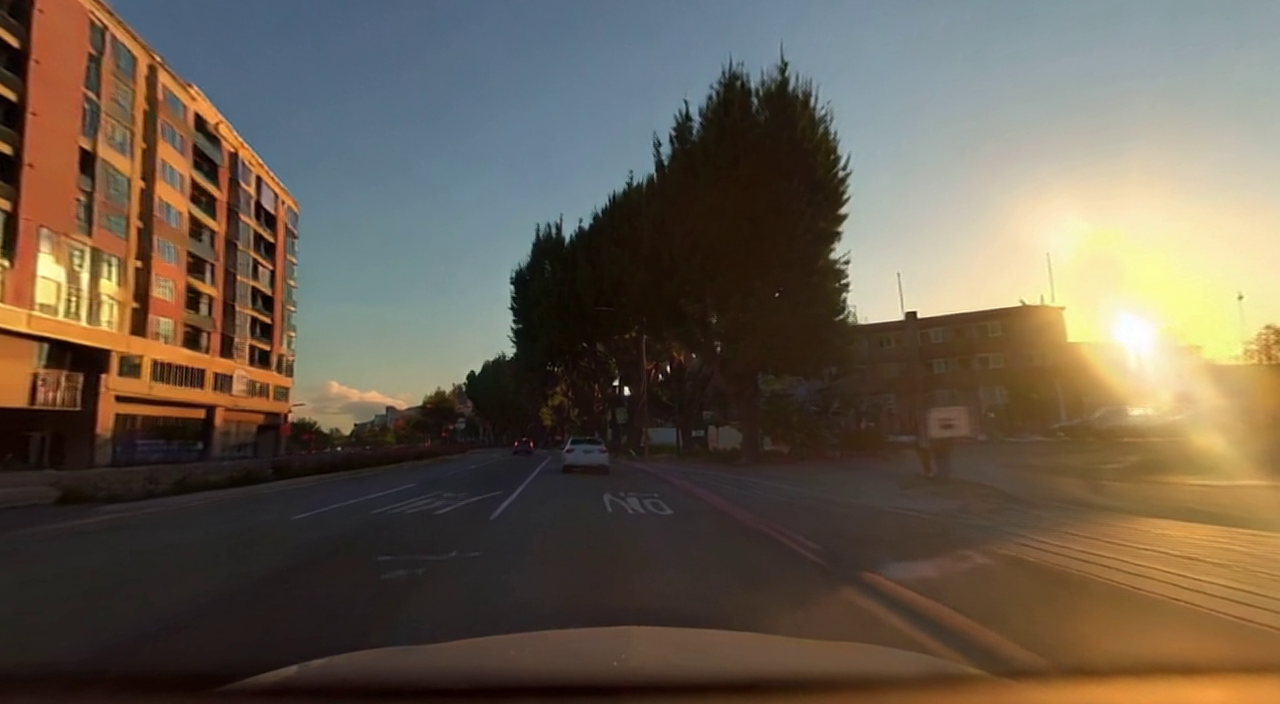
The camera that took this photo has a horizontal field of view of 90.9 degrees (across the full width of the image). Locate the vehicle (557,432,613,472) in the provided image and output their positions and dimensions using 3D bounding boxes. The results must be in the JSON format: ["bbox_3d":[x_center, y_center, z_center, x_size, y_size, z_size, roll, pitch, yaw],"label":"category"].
[{"bbox_3d":[-2.512,4.360,27.739,2.231,1.572,4.227,1,-8,-8],"label":"vehicle"}]
